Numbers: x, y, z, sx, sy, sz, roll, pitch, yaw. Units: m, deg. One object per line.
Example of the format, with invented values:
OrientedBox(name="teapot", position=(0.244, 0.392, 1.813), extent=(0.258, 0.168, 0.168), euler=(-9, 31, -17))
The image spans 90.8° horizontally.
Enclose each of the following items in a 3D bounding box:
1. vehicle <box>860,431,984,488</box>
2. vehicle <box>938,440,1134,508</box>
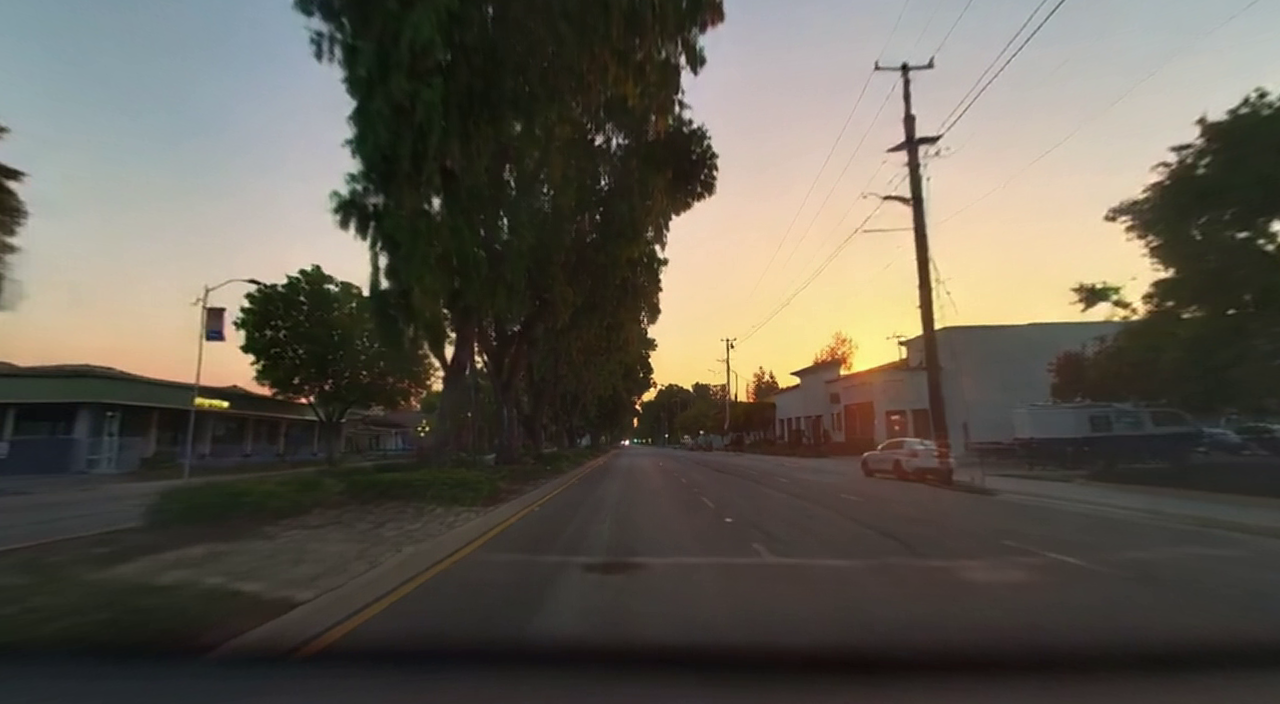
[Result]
OrientedBox(name="vehicle", position=(9.694, 3.729, 22.212), extent=(2.159, 1.767, 4.617), euler=(0, -8, 0))
OrientedBox(name="vehicle", position=(9.854, 3.038, 16.327), extent=(1.885, 1.461, 4.751), euler=(0, -8, -2))
